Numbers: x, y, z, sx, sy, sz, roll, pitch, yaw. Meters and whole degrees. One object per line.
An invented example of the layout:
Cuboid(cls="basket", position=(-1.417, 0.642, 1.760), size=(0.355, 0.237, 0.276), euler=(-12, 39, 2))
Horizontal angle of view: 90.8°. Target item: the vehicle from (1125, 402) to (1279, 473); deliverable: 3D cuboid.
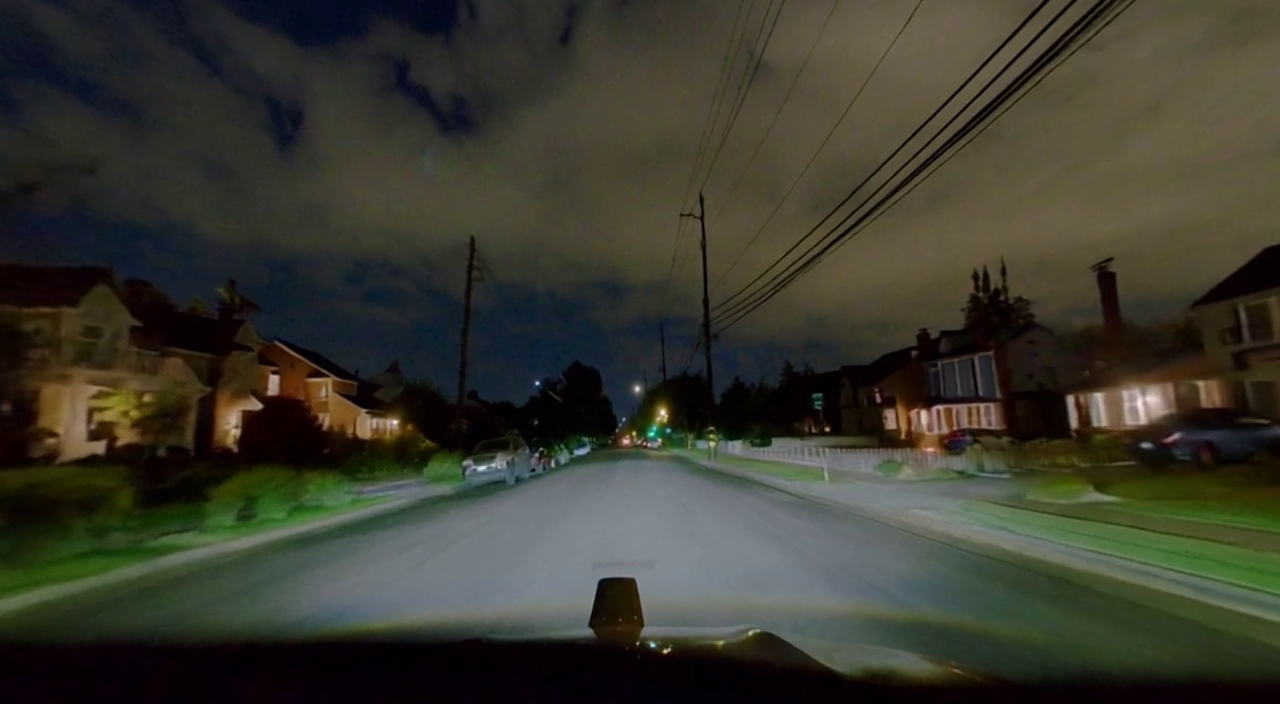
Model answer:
Cuboid(cls="vehicle", position=(16.432, 2.317, 17.080), size=(4.892, 1.774, 1.987), euler=(0, -8, 1))

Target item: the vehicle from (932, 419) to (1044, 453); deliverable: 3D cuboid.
Cuboid(cls="vehicle", position=(17.437, 4.259, 31.864), size=(4.372, 1.490, 2.032), euler=(-2, -10, 1))

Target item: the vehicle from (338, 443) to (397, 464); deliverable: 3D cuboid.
Cuboid(cls="vehicle", position=(-20.073, 7.475, 46.663), size=(3.553, 1.471, 1.816), euler=(0, -8, -2))

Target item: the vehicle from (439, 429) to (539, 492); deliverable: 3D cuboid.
Cuboid(cls="vehicle", position=(-5.778, 4.192, 25.051), size=(2.411, 1.979, 5.915), euler=(-5, -8, 0))

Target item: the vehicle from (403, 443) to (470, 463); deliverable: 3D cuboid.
Cuboid(cls="vehicle", position=(-15.087, 7.511, 46.996), size=(4.382, 1.462, 1.874), euler=(0, -8, -2))
